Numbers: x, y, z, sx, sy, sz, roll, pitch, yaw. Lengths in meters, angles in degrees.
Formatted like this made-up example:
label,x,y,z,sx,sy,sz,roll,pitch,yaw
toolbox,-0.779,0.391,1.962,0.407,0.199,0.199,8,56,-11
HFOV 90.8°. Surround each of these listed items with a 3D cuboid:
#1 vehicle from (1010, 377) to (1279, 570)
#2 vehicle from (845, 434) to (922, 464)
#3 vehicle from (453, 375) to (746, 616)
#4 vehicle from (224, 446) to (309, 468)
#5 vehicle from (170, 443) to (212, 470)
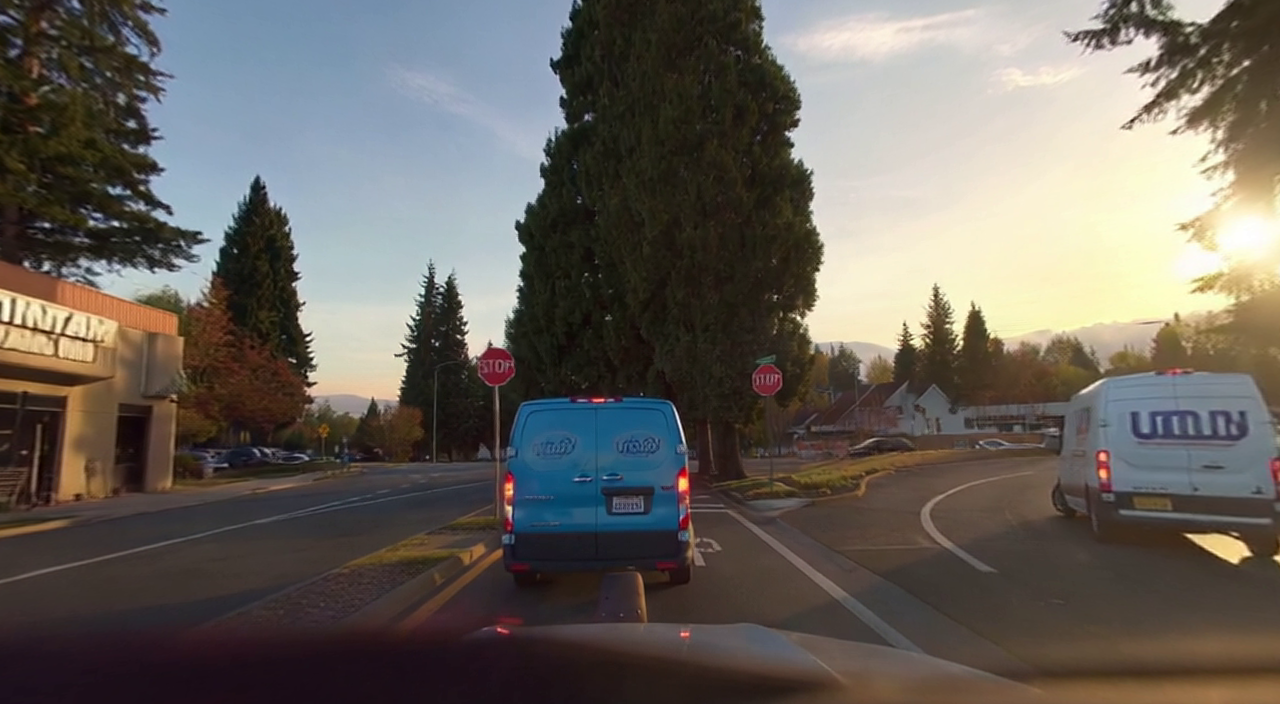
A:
label,x,y,z,sx,sy,sz,roll,pitch,yaw
vehicle,7.824,1.812,10.145,2.385,2.196,5.640,-3,-9,23
vehicle,14.558,5.792,37.690,4.512,1.659,1.985,6,-10,-34
vehicle,-0.228,1.433,7.182,2.237,1.828,4.546,0,-9,2
vehicle,-25.936,7.273,43.984,4.670,1.472,1.851,1,-9,-9
vehicle,-29.822,6.949,42.089,1.913,1.682,4.120,5,-10,-31
